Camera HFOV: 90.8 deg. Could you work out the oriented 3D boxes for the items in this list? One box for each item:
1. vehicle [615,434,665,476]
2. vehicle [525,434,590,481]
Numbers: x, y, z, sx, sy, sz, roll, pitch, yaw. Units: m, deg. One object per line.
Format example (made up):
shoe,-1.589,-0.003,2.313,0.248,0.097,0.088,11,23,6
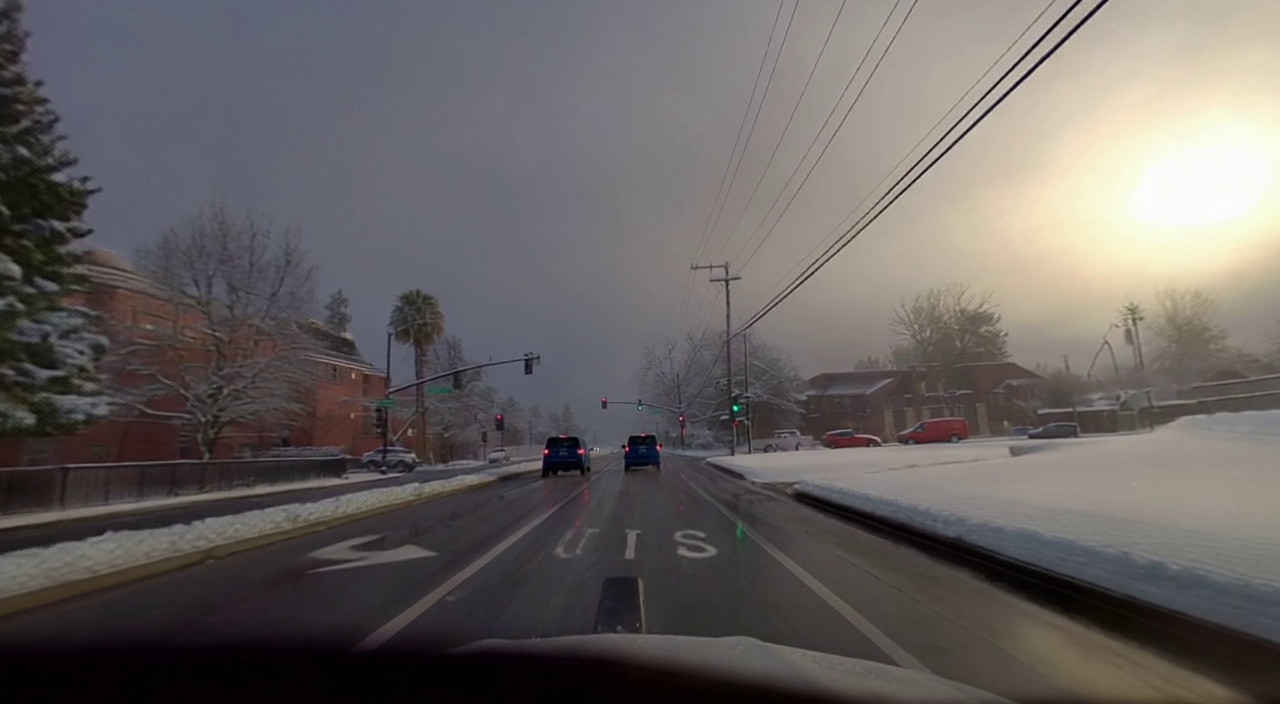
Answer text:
vehicle,-0.056,4.653,28.913,2.088,1.735,4.801,0,-8,-1
vehicle,-3.253,4.268,25.913,2.097,1.755,4.336,0,-8,0
